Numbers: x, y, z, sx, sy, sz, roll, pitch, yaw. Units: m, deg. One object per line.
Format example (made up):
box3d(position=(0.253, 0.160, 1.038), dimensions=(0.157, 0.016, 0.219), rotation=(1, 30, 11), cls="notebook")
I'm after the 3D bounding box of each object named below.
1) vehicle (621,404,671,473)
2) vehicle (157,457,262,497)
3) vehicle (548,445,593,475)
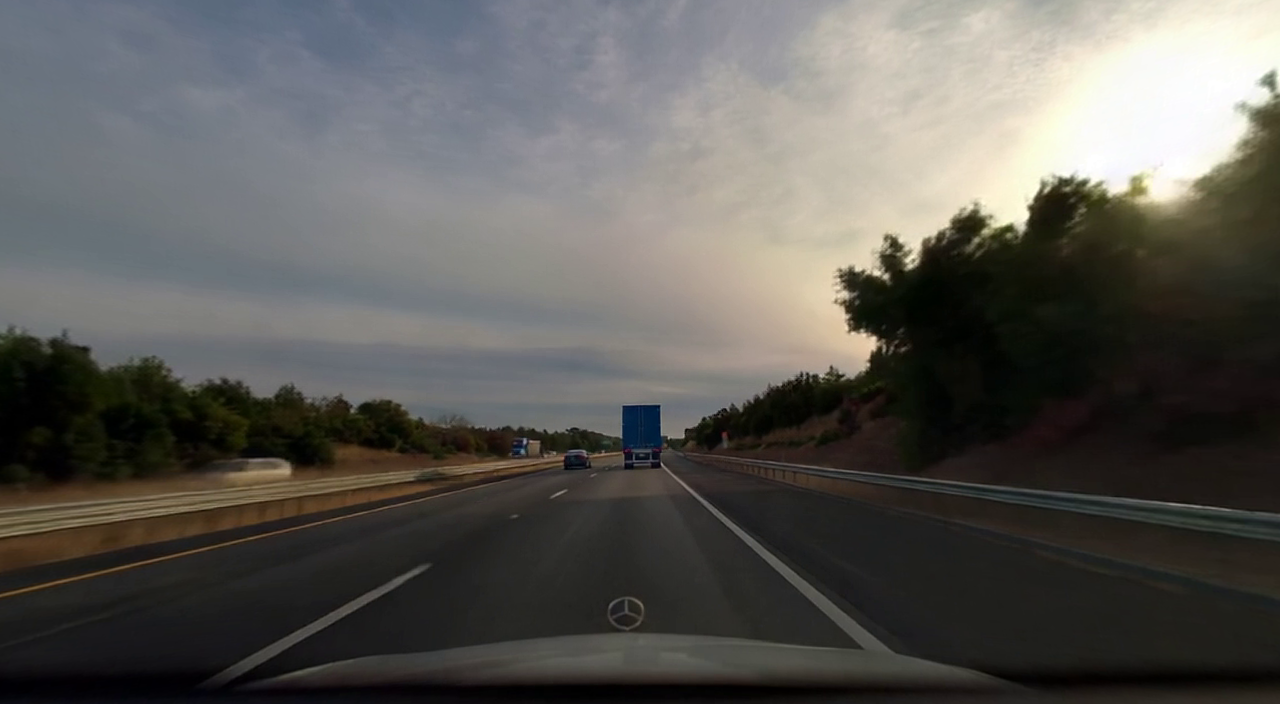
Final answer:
box3d(position=(0.383, 5.803, 41.773), dimensions=(2.899, 3.966, 10.053), rotation=(0, -9, 0), cls="vehicle")
box3d(position=(-17.380, 5.022, 25.662), dimensions=(1.685, 1.429, 3.606), rotation=(0, -9, 0), cls="vehicle")
box3d(position=(-3.912, 6.152, 36.034), dimensions=(2.063, 1.583, 4.049), rotation=(0, -9, 1), cls="vehicle")
